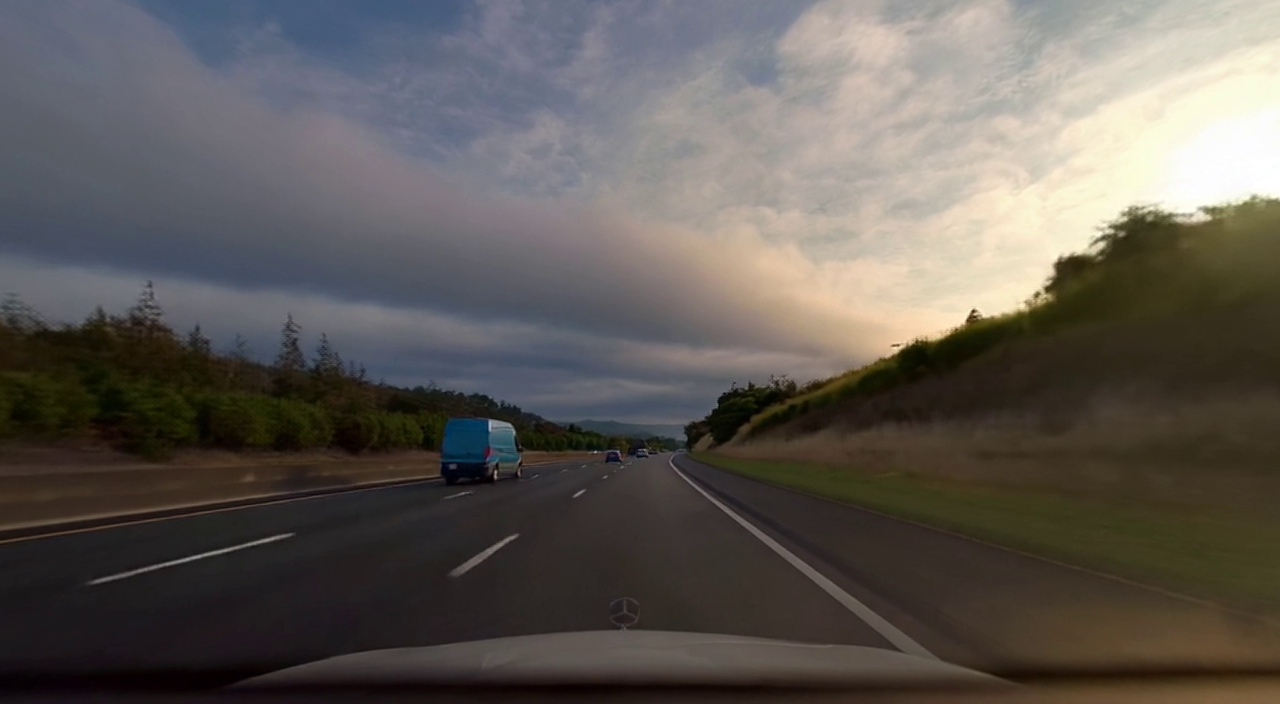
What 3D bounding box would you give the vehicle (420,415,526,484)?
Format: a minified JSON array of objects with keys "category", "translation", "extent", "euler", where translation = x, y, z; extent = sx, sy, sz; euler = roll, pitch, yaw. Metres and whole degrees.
[{"category":"vehicle","translation":[-6.533,3.970,25.696],"extent":[2.449,2.471,6.130],"euler":[0,-9,2]}]
